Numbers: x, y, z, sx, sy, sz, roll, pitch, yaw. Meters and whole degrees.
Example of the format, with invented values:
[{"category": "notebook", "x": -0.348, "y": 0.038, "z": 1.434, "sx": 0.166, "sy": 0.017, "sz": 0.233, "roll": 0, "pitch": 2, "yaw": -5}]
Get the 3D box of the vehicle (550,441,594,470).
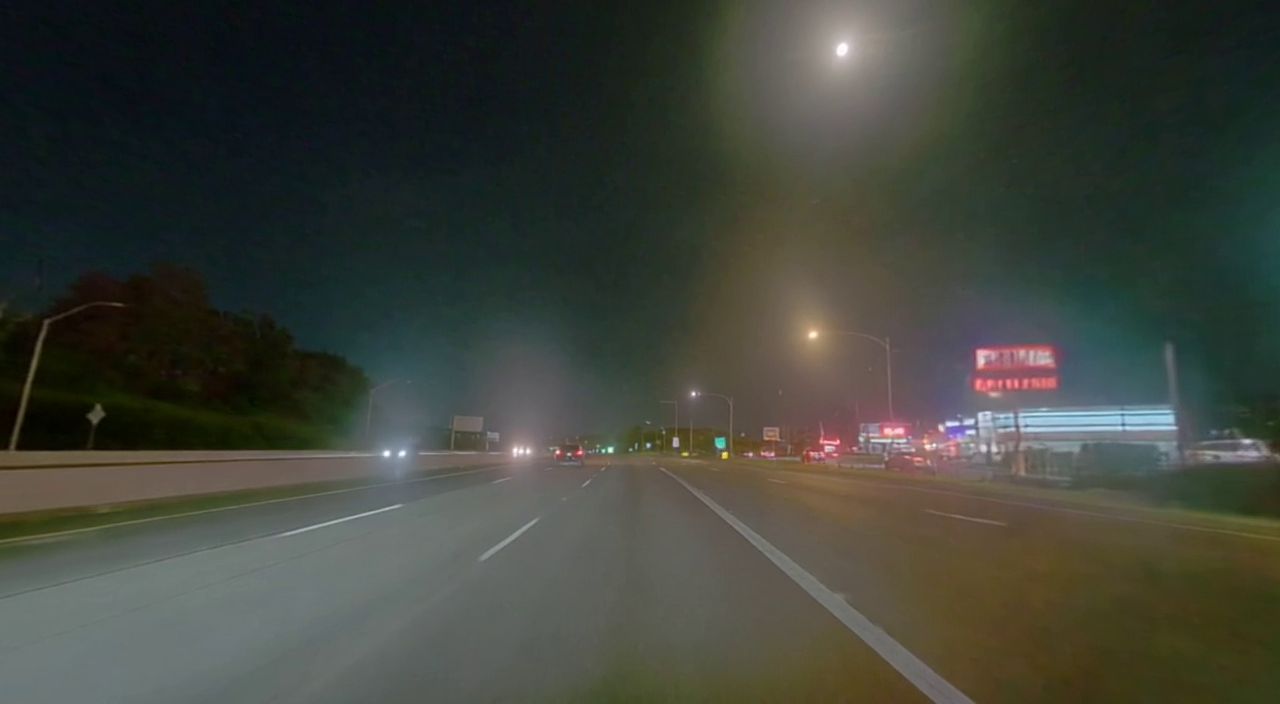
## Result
[{"category": "vehicle", "x": -4.336, "y": 6.713, "z": 41.178, "sx": 2.236, "sy": 1.736, "sz": 5.585, "roll": 0, "pitch": -8, "yaw": 0}]
